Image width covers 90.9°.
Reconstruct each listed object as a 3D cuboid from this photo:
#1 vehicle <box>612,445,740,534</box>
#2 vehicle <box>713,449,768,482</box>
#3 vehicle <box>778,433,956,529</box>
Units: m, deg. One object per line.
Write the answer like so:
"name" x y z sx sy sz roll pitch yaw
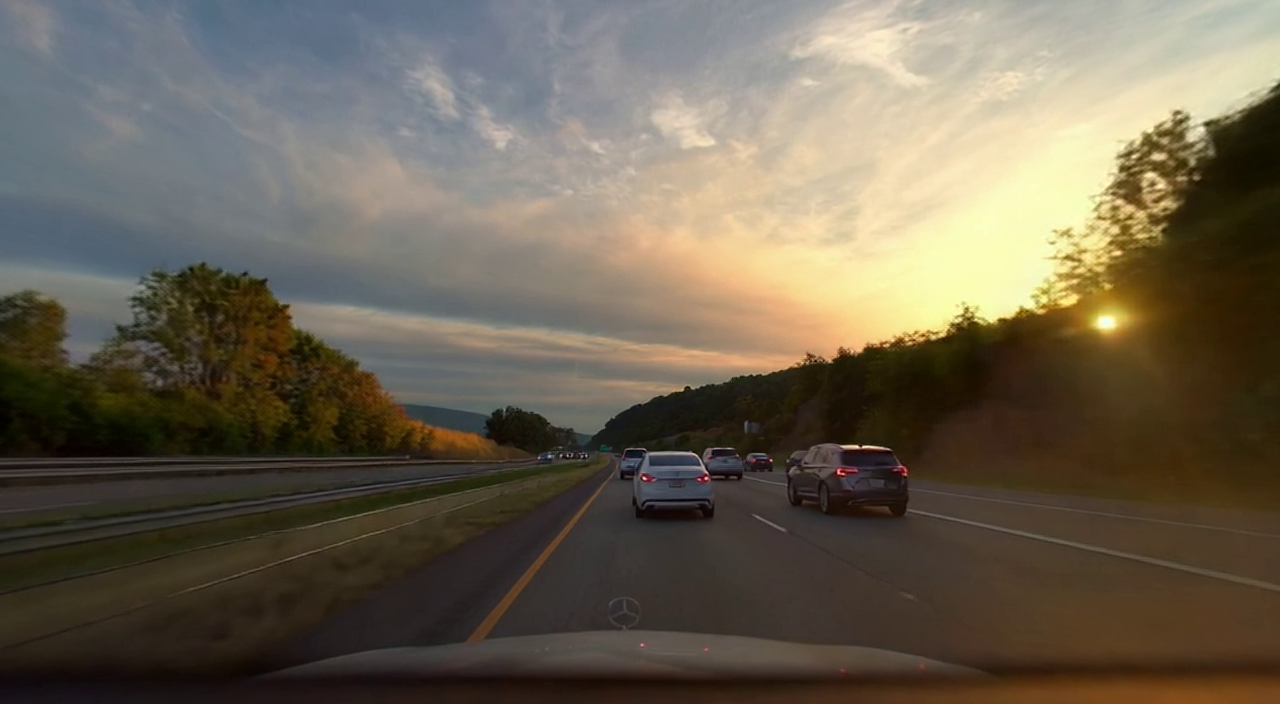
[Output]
"vehicle" 0.557 2.550 12.236 2.094 1.426 3.725 0 -9 -1
"vehicle" 4.925 5.635 31.452 1.908 1.500 4.157 0 -9 -2
"vehicle" 4.510 2.634 13.465 1.998 1.657 4.604 0 -9 -1
